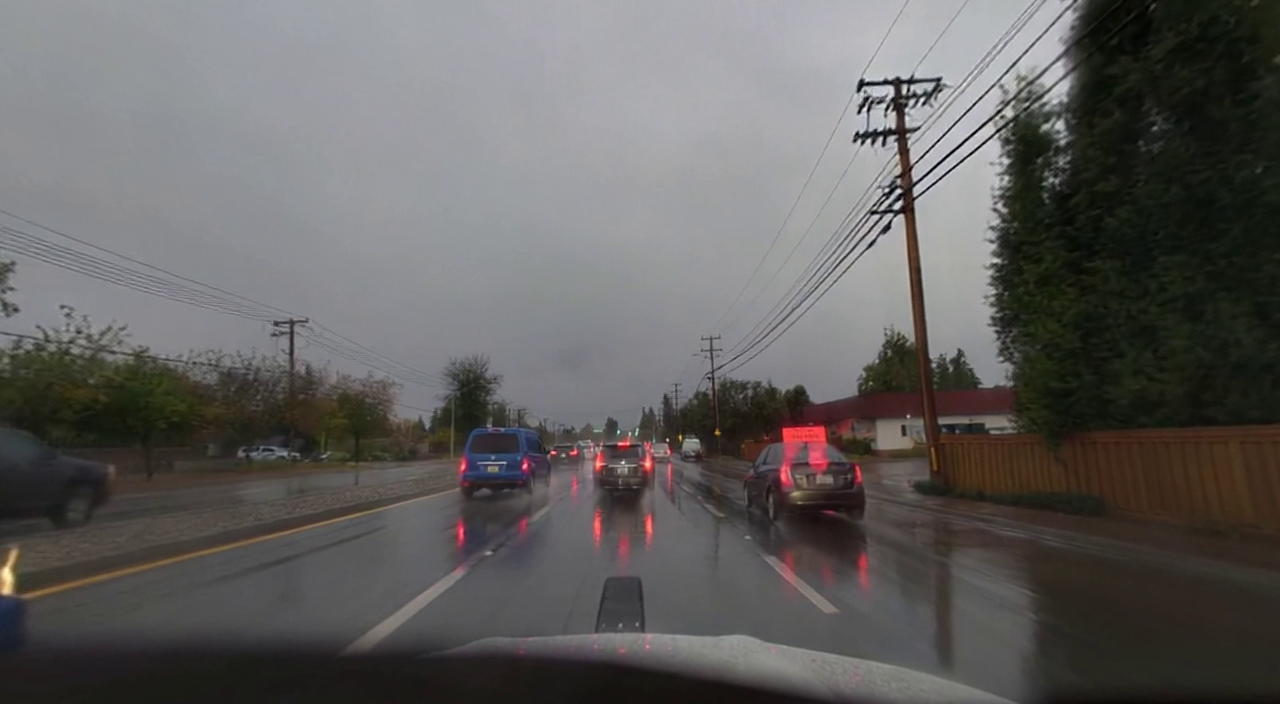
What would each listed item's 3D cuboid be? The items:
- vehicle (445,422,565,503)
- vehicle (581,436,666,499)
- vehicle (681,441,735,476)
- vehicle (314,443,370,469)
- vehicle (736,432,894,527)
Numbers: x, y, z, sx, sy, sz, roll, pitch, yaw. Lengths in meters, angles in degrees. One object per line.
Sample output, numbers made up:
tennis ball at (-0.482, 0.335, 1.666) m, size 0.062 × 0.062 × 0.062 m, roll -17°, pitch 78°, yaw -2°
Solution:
vehicle at (-3.370, 2.894, 16.898) m, size 2.092 × 1.839 × 4.736 m, roll 0°, pitch -9°, yaw 1°
vehicle at (-0.411, 3.139, 17.526) m, size 2.097 × 1.511 × 3.809 m, roll 0°, pitch -9°, yaw 0°
vehicle at (3.054, 4.918, 29.311) m, size 1.878 × 1.479 × 4.461 m, roll 0°, pitch -9°, yaw -2°
vehicle at (-23.147, 8.094, 49.265) m, size 2.094 × 1.899 × 4.789 m, roll 0°, pitch -9°, yaw -1°
vehicle at (3.117, 2.348, 12.128) m, size 1.880 × 1.521 × 3.724 m, roll 0°, pitch -9°, yaw -2°
